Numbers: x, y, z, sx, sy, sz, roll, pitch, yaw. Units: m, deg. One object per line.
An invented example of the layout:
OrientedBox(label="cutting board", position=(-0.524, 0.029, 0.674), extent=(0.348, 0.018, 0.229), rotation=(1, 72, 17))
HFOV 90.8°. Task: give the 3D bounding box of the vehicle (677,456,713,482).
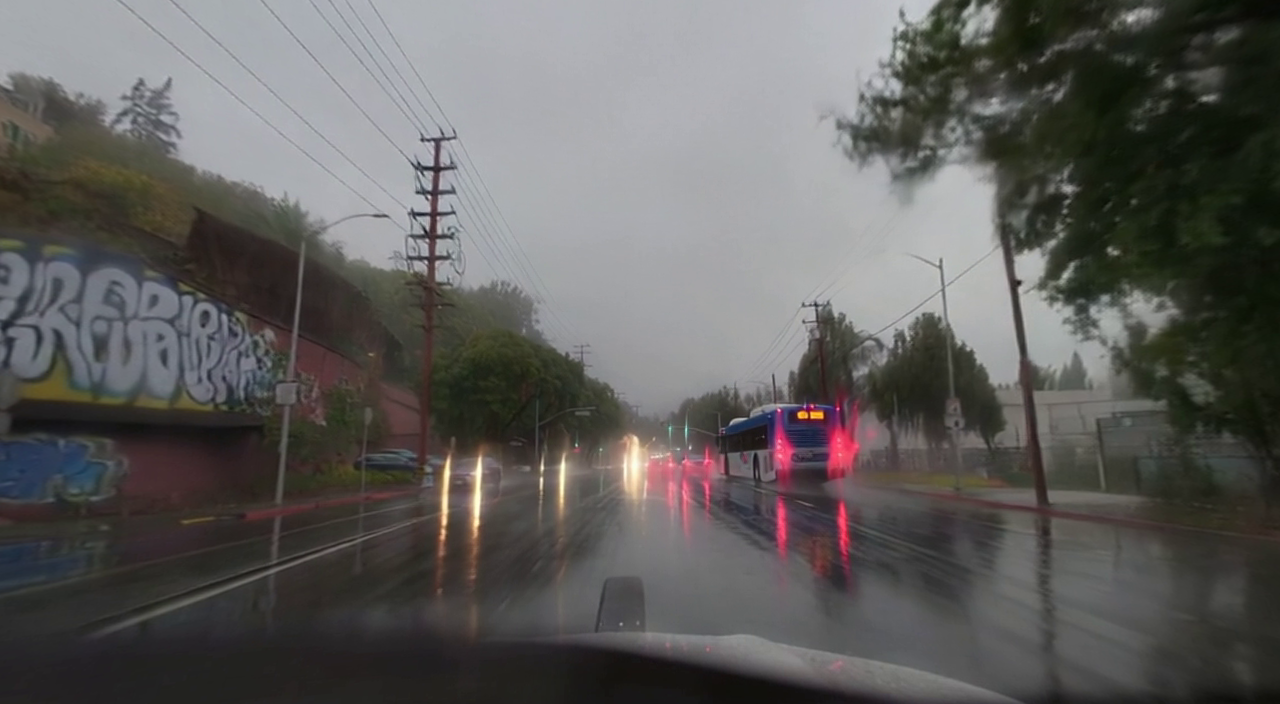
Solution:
OrientedBox(label="vehicle", position=(3.552, 7.612, 41.325), extent=(1.961, 1.470, 4.196), rotation=(0, -8, 0))

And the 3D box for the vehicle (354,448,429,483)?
OrientedBox(label="vehicle", position=(-17.090, 7.837, 43.603), extent=(4.244, 2.316, 1.959), rotation=(-1, -8, 3))

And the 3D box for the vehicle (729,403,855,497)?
OrientedBox(label="vehicle", position=(6.471, 4.520, 29.609), extent=(3.045, 3.447, 12.604), rotation=(0, -8, 1))

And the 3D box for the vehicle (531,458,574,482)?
OrientedBox(label="vehicle", position=(-6.776, 9.167, 49.366), extent=(2.017, 1.659, 4.405), rotation=(-2, -9, 9))

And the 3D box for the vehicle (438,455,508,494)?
OrientedBox(label="vehicle", position=(-8.181, 6.038, 31.430), extent=(2.011, 1.672, 4.637), rotation=(-1, -8, 3))
